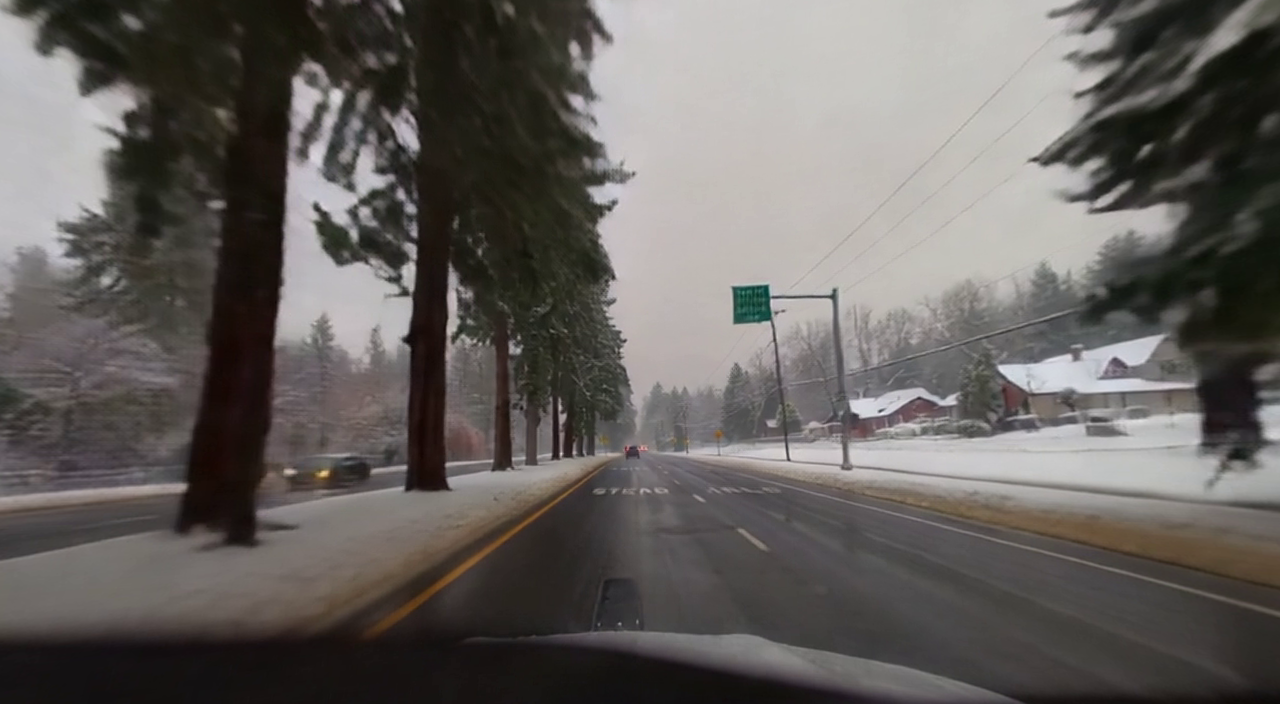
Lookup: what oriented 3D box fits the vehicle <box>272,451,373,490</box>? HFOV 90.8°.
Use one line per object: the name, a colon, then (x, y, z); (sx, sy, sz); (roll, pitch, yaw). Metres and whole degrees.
vehicle: (-13.584, 5.064, 27.410); (1.924, 1.528, 4.731); (0, -9, 0)
